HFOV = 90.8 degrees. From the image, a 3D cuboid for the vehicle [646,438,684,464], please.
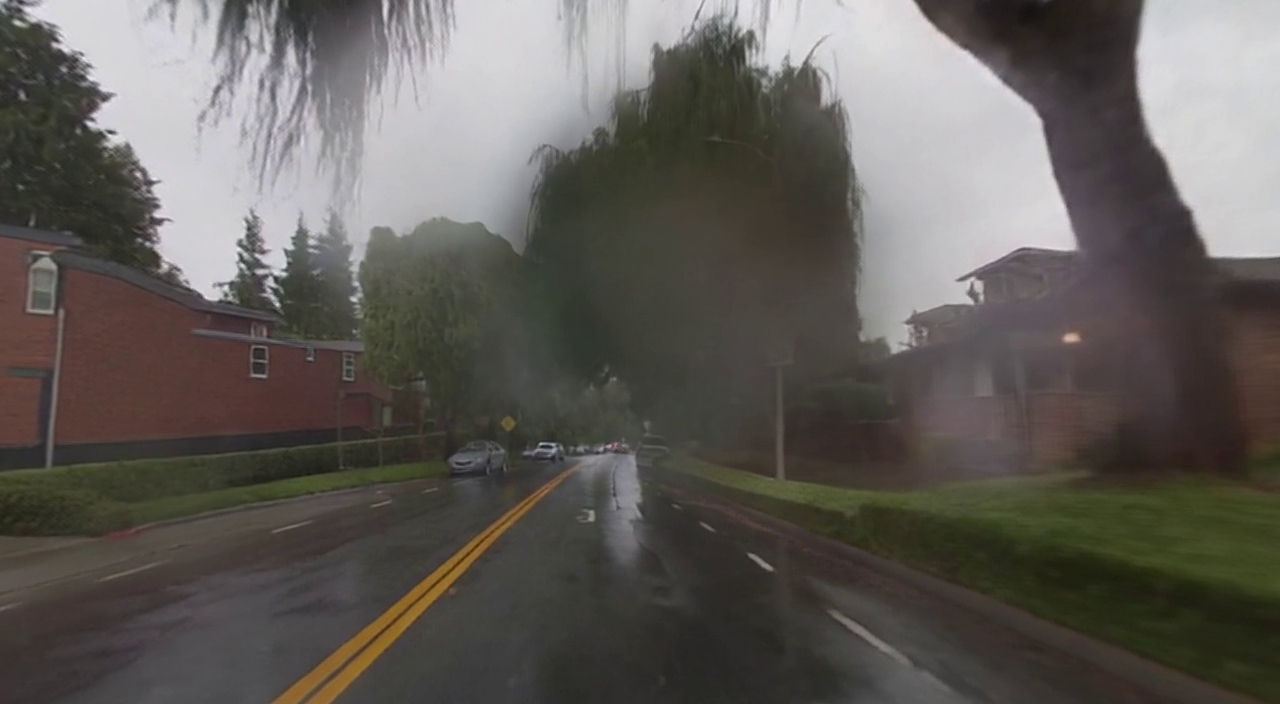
[{"bbox_3d":[1.758,7.211,46.463,1.937,1.752,4.574,2,-8,-8],"label":"vehicle"}]
